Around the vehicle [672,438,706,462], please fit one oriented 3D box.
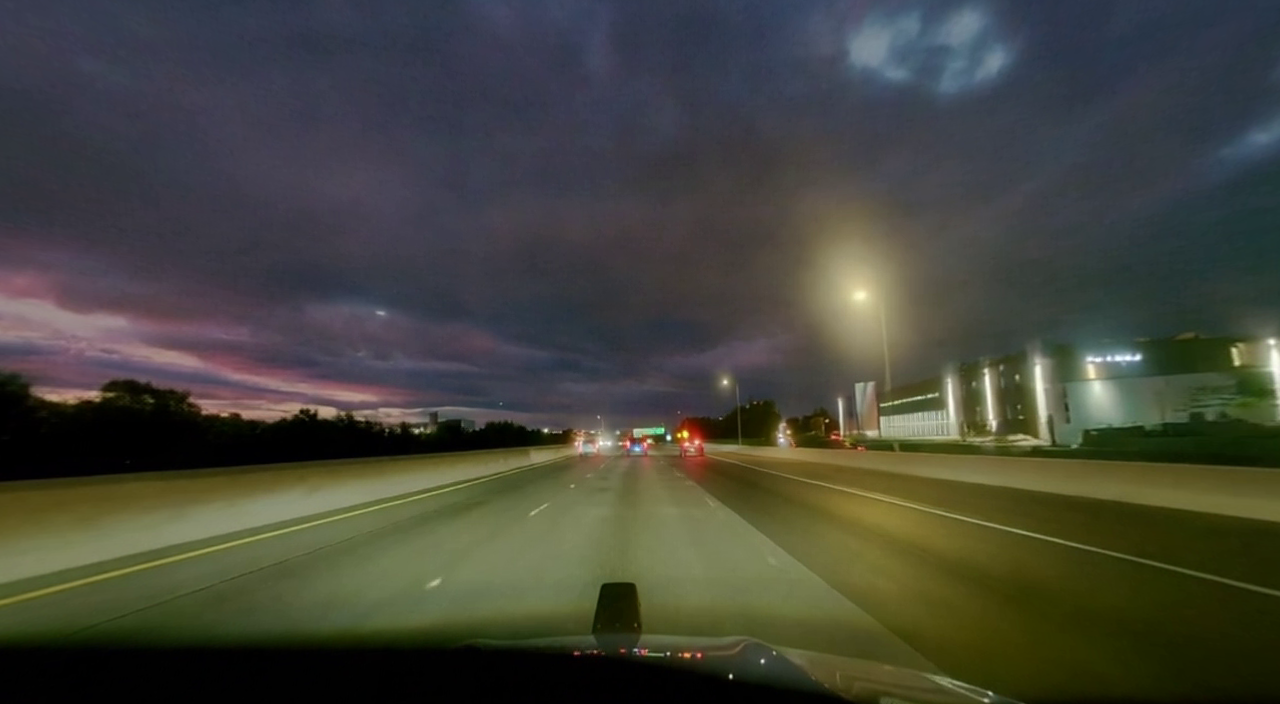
[{"bbox_3d":[3.367,6.795,43.804,1.992,1.532,3.996,-1,-8,-1],"label":"vehicle"}]
